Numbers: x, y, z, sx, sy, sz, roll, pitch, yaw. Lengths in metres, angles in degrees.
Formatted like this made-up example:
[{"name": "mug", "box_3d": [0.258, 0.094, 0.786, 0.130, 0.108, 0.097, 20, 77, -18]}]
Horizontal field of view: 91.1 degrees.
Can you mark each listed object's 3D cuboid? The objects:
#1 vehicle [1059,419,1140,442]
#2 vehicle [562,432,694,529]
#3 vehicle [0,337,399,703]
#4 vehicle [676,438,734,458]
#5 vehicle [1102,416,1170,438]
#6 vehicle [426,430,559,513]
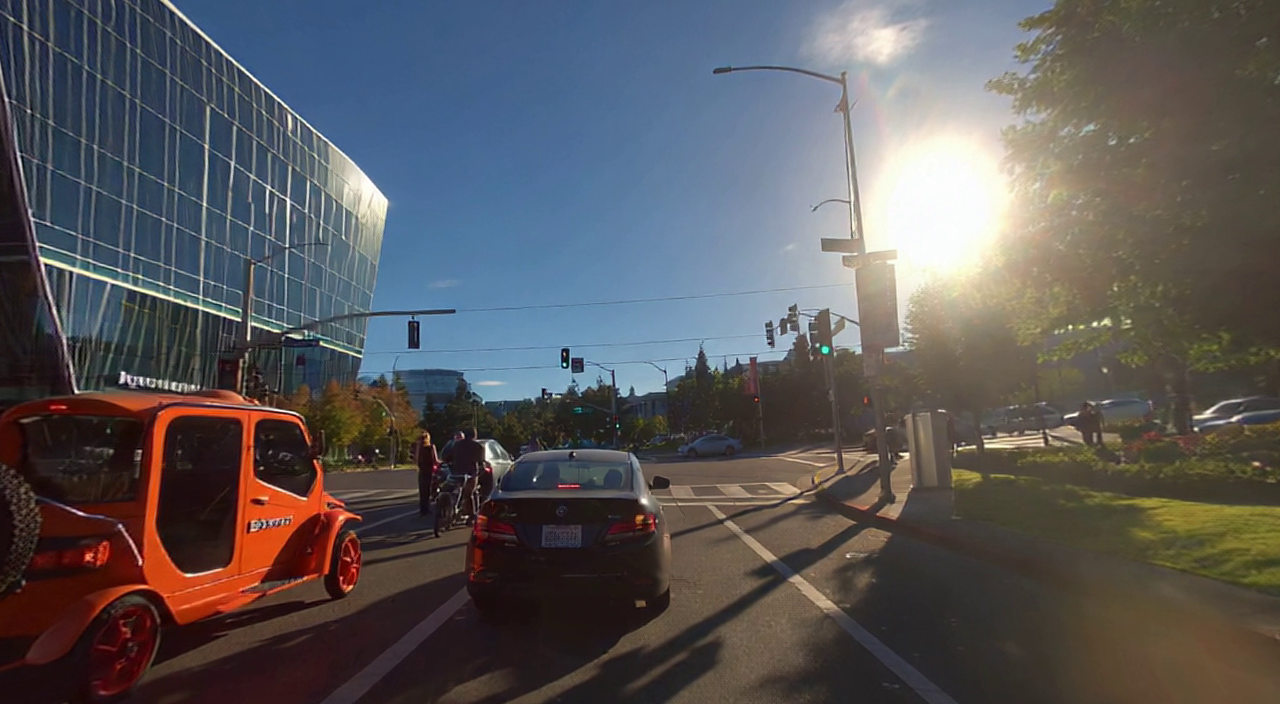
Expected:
[{"name": "vehicle", "box_3d": [30.738, 5.272, 42.090, 1.751, 1.420, 4.027, 8, -12, -43]}, {"name": "vehicle", "box_3d": [-0.149, 2.287, 11.760, 2.025, 1.458, 4.085, 0, -8, 1]}, {"name": "vehicle", "box_3d": [-3.618, 1.133, 4.447, 2.000, 1.809, 4.405, 0, -8, 1]}, {"name": "vehicle", "box_3d": [5.188, 7.638, 49.949, 2.018, 1.491, 4.795, -8, -12, 44]}, {"name": "vehicle", "box_3d": [36.791, 5.599, 46.569, 1.625, 1.449, 3.557, 6, -11, -38]}, {"name": "vehicle", "box_3d": [-3.166, 2.665, 14.442, 1.935, 1.615, 4.073, -1, -8, 2]}]
